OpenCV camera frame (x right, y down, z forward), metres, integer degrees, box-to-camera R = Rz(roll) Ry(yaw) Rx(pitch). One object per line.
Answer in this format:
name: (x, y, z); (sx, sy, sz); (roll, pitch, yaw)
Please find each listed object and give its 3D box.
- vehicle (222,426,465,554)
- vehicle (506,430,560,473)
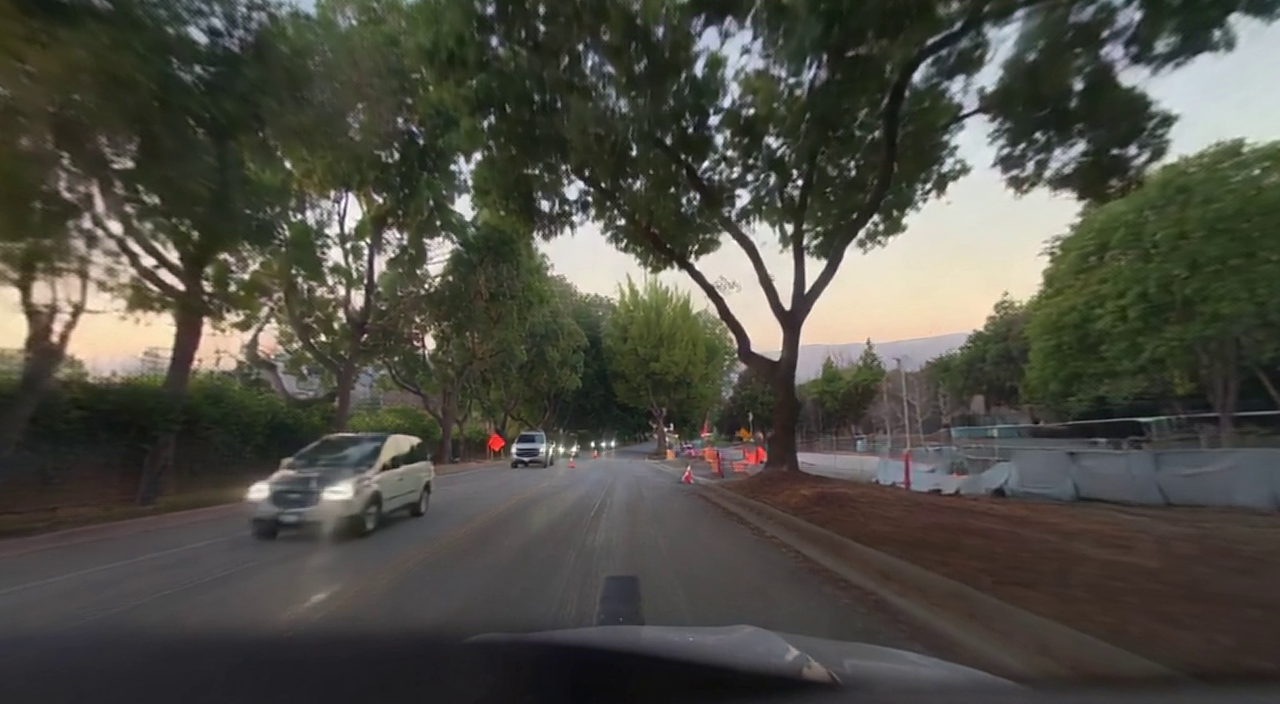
vehicle: (-4.427, 2.088, 10.285); (2.001, 1.642, 3.942); (-1, -8, 1)
vehicle: (-5.429, 5.107, 32.622); (2.064, 2.009, 4.512); (-1, -8, -1)
